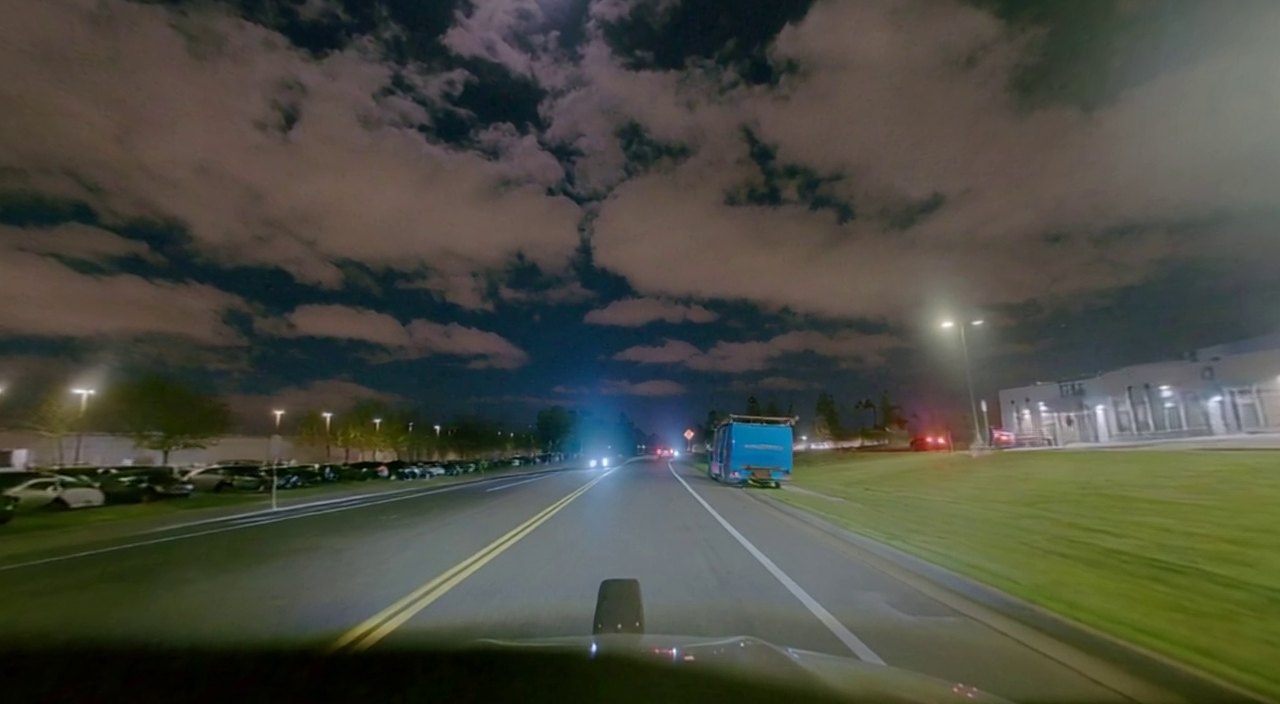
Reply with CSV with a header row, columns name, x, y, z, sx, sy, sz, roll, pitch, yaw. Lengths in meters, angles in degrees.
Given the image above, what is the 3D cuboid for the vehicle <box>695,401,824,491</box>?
name,x,y,z,sx,sy,sz,roll,pitch,yaw
vehicle,4.545,3.965,26.818,3.282,3.067,10.181,0,-8,-1

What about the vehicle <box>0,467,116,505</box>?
name,x,y,z,sx,sy,sz,roll,pitch,yaw
vehicle,-30.947,7.064,33.457,4.597,1.865,2.036,-1,-9,4

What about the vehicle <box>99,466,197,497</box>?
name,x,y,z,sx,sy,sz,roll,pitch,yaw
vehicle,-30.114,7.924,38.741,4.371,1.750,1.940,0,-9,1
